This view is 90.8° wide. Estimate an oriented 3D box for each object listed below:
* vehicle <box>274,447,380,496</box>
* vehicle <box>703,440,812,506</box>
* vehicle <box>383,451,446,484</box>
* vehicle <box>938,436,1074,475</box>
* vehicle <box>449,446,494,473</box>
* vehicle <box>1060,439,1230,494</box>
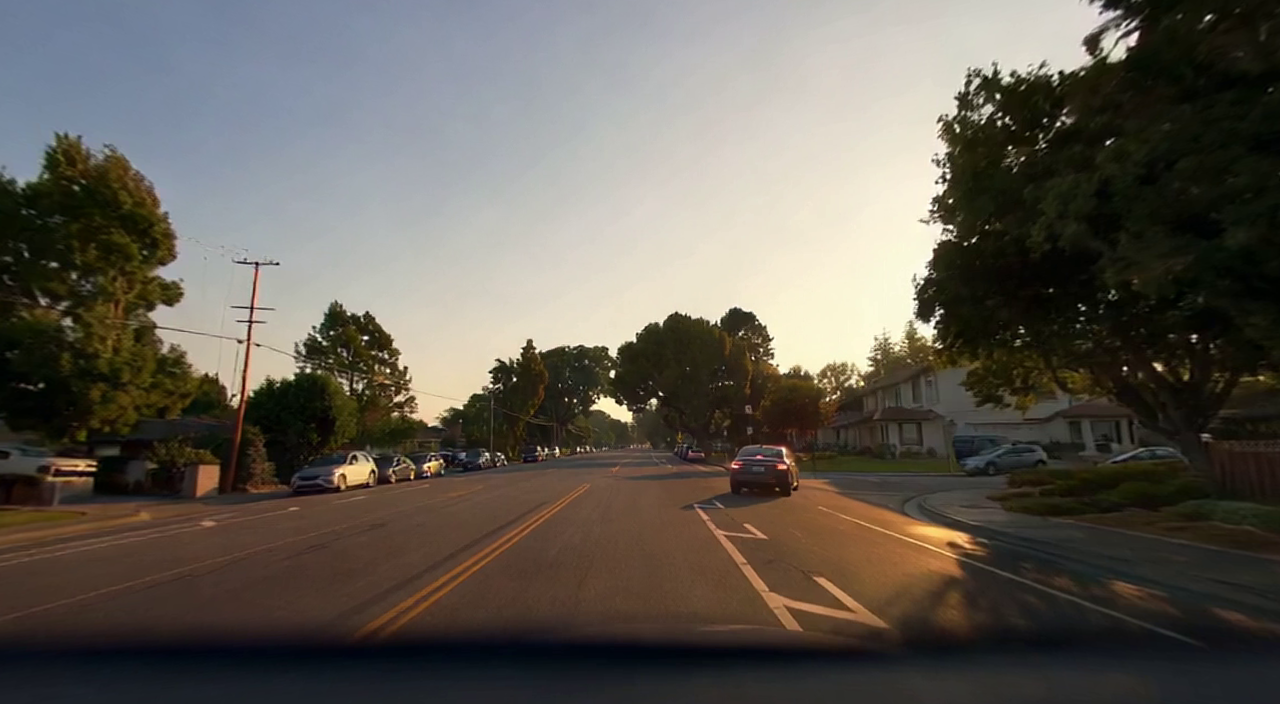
[{"bbox_3d":[-12.364,4.708,25.307,1.938,1.754,4.315,0,-9,1],"label":"vehicle"},{"bbox_3d":[3.258,3.094,16.715,2.022,1.471,4.432,-3,-9,21],"label":"vehicle"},{"bbox_3d":[-12.226,6.255,34.538,1.795,1.472,4.601,-4,-9,-1],"label":"vehicle"},{"bbox_3d":[18.172,5.166,31.622,5.369,1.857,2.174,0,-9,2],"label":"vehicle"},{"bbox_3d":[-12.371,7.915,46.653,1.988,1.741,4.379,-5,-9,0],"label":"vehicle"},{"bbox_3d":[18.006,4.128,22.689,4.312,1.426,1.940,-6,-11,-1],"label":"vehicle"}]
